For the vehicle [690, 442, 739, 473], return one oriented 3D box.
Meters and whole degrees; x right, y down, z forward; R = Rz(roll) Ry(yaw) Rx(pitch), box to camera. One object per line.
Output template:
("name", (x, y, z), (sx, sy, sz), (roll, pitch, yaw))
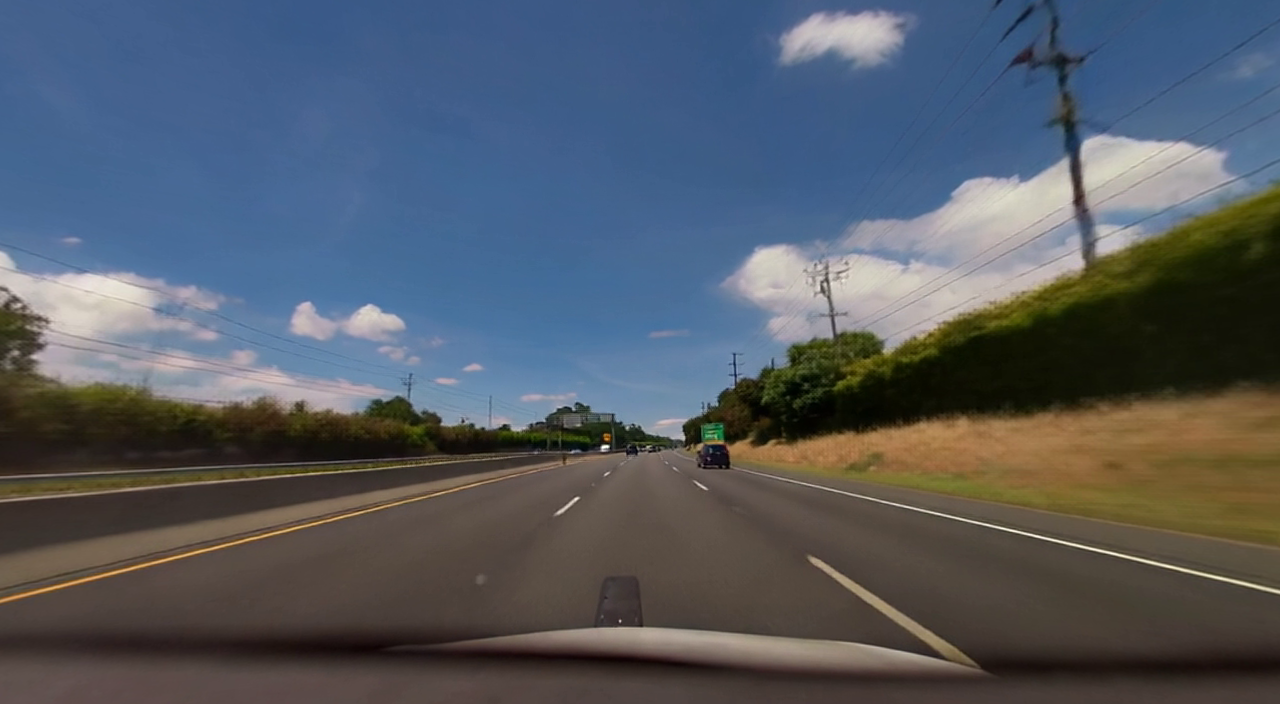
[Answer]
("vehicle", (3.970, 5.682, 33.964), (2.054, 1.565, 4.089), (0, -9, -1))
